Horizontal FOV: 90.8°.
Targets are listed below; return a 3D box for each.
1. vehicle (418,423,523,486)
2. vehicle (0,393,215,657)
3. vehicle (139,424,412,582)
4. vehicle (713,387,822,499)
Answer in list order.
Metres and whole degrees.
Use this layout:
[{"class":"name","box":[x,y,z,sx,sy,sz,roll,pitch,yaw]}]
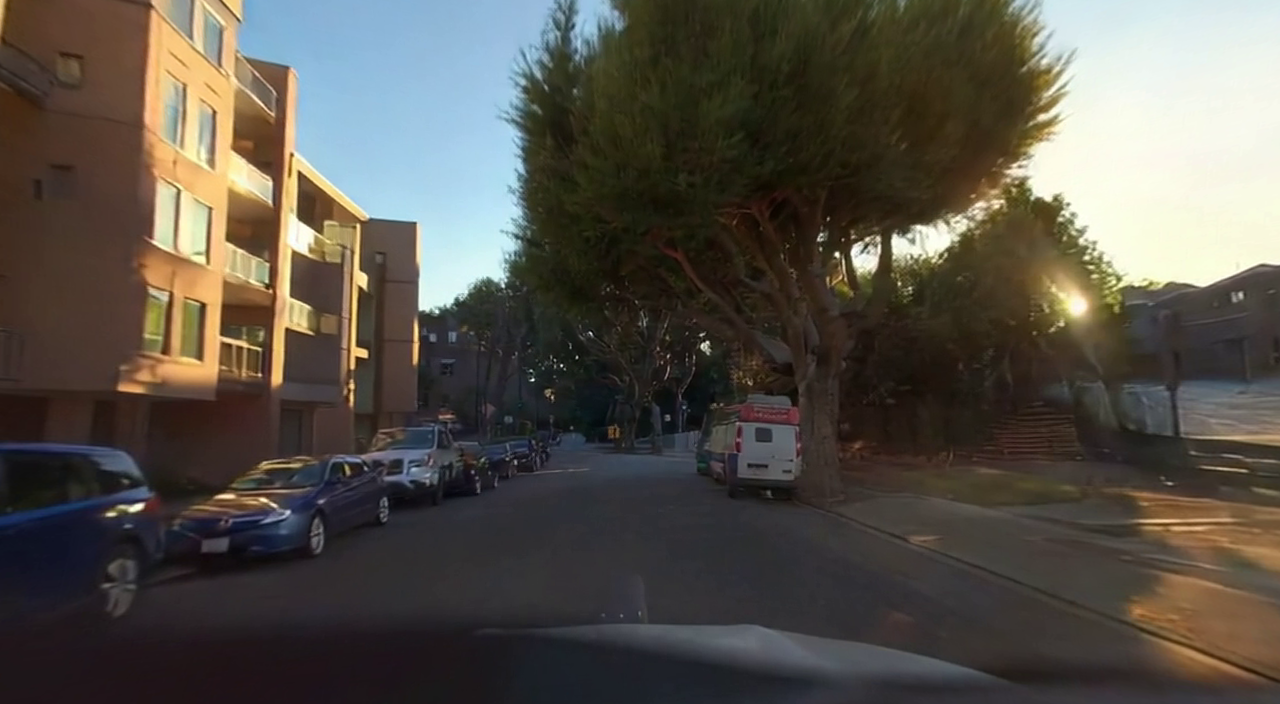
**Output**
[{"class":"vehicle","box":[-5.391,3.339,20.824,2.004,1.845,4.509,-1,-8,3]},{"class":"vehicle","box":[-5.298,1.268,4.415,1.824,1.664,4.344,-1,0,-2]},{"class":"vehicle","box":[-5.312,2.114,10.028,1.837,1.499,4.443,-2,-2,-1]},{"class":"vehicle","box":[3.664,2.414,17.805,1.961,2.656,3.047,0,-1,35]}]
